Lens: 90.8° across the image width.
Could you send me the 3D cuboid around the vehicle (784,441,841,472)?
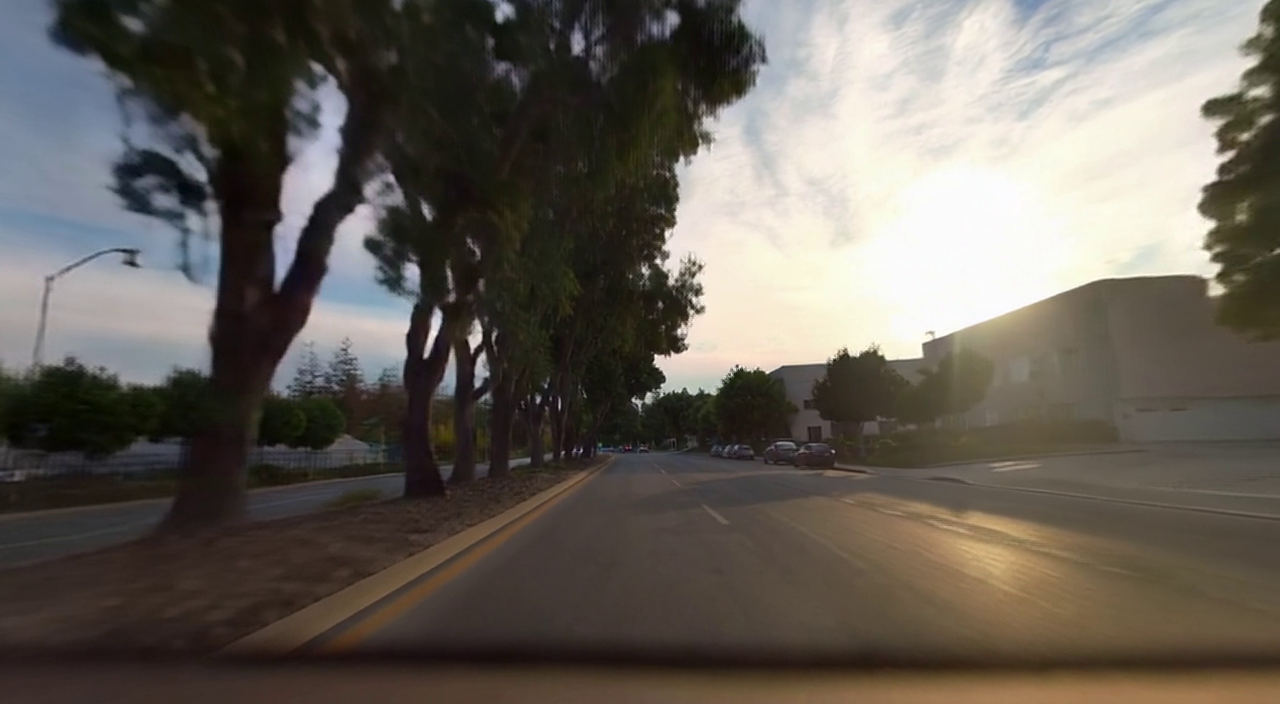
[{"bbox_3d":[9.912,6.018,36.671,1.984,1.672,4.262,0,-9,-2],"label":"vehicle"}]
